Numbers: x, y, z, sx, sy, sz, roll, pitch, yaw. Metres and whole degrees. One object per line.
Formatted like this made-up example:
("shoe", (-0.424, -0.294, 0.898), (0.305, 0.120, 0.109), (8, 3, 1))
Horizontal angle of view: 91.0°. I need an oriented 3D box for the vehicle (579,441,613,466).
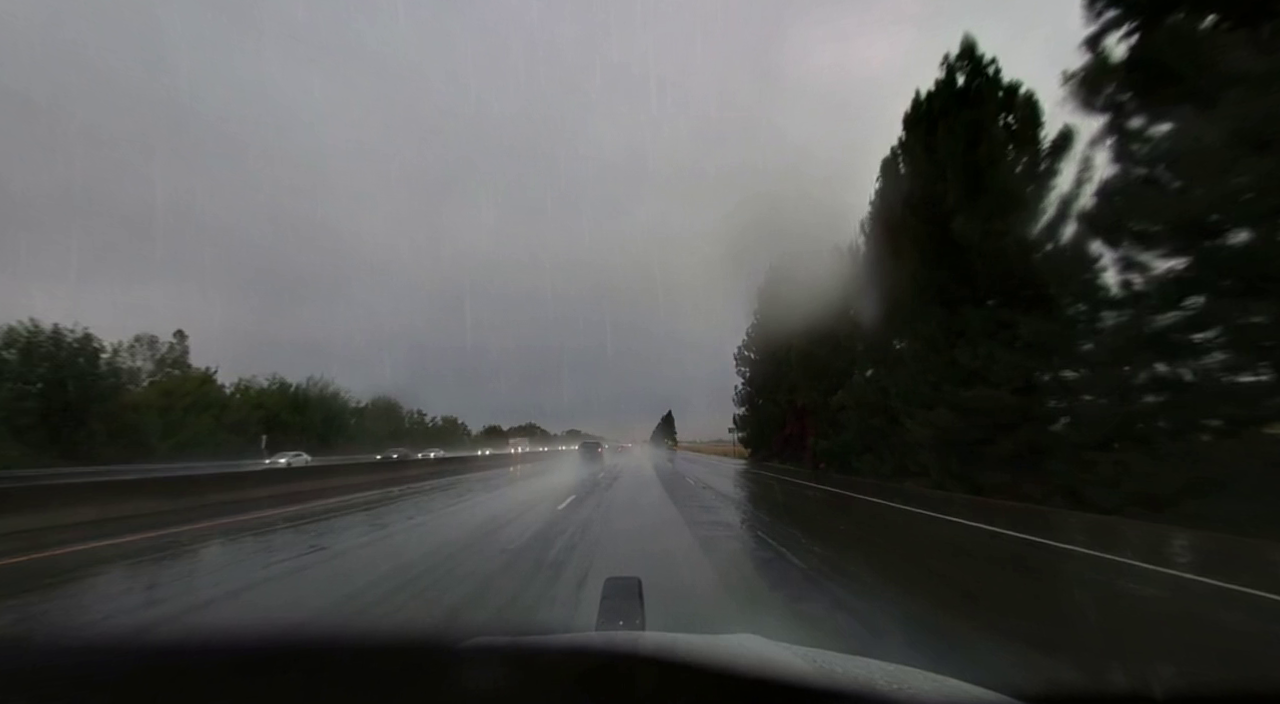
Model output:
("vehicle", (-3.201, 7.512, 46.770), (2.166, 1.723, 4.267), (0, -9, 1))
